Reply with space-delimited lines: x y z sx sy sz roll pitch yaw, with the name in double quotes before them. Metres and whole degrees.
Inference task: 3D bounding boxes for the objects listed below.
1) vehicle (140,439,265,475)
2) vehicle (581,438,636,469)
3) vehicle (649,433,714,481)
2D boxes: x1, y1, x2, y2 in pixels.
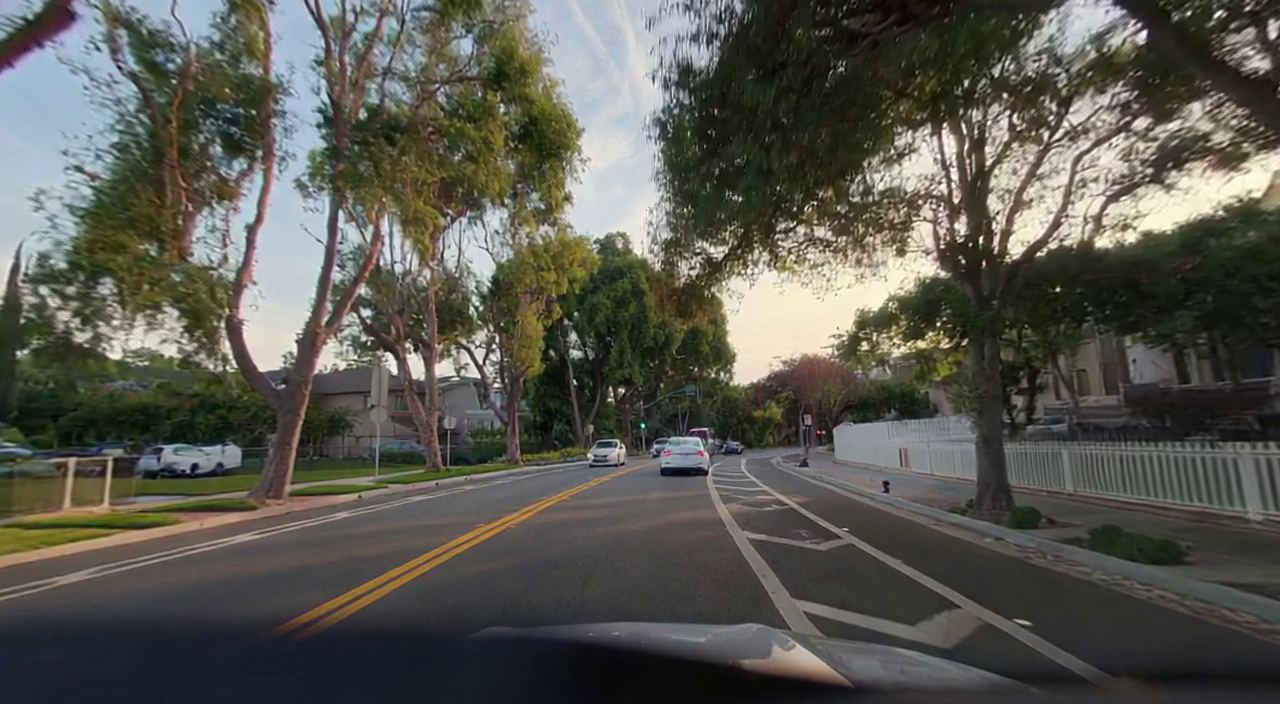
"vehicle" -19.433 4.644 28.250 1.937 1.450 4.422 -1 -8 10
"vehicle" -1.556 5.293 33.129 1.961 1.498 4.401 -1 -8 10
"vehicle" 1.476 3.645 22.141 2.070 1.516 3.936 -1 -8 4
